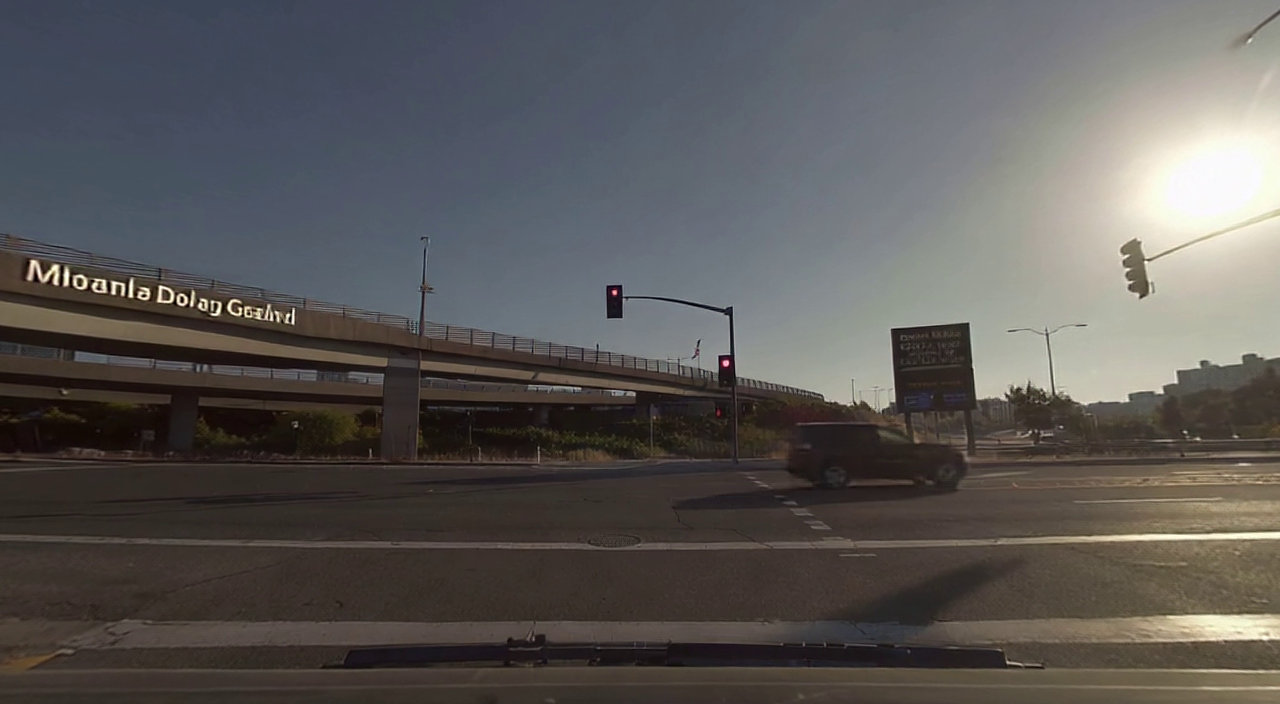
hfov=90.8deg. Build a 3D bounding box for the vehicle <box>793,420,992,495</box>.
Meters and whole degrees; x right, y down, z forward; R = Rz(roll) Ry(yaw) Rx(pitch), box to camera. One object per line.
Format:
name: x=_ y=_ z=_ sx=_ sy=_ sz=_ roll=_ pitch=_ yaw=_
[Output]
vehicle: x=5.846 y=2.478 z=14.983 sx=3.897 sy=1.637 sz=1.832 roll=0 pitch=-9 yaw=-3
